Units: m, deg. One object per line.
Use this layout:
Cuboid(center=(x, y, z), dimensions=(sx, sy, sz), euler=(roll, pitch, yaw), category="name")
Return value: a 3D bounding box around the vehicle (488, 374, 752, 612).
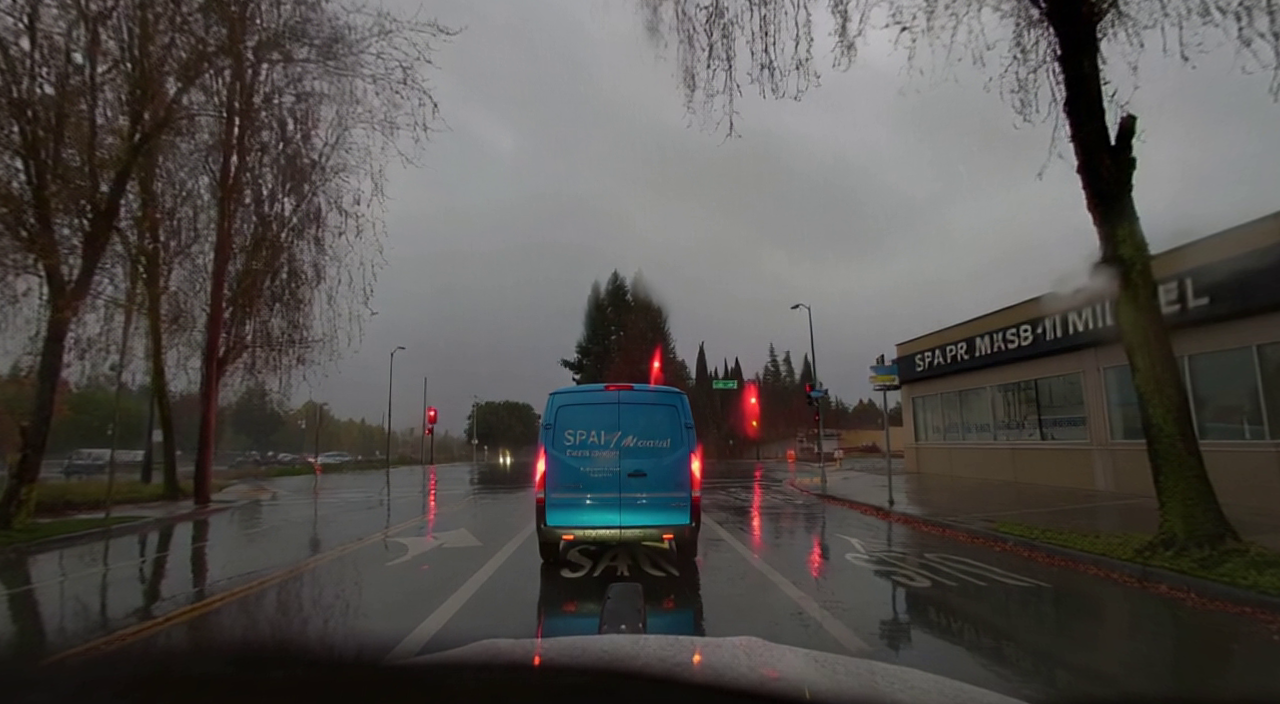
Cuboid(center=(-0.293, 1.466, 7.292), dimensions=(2.181, 1.949, 3.932), euler=(1, -9, -4), category="vehicle")
